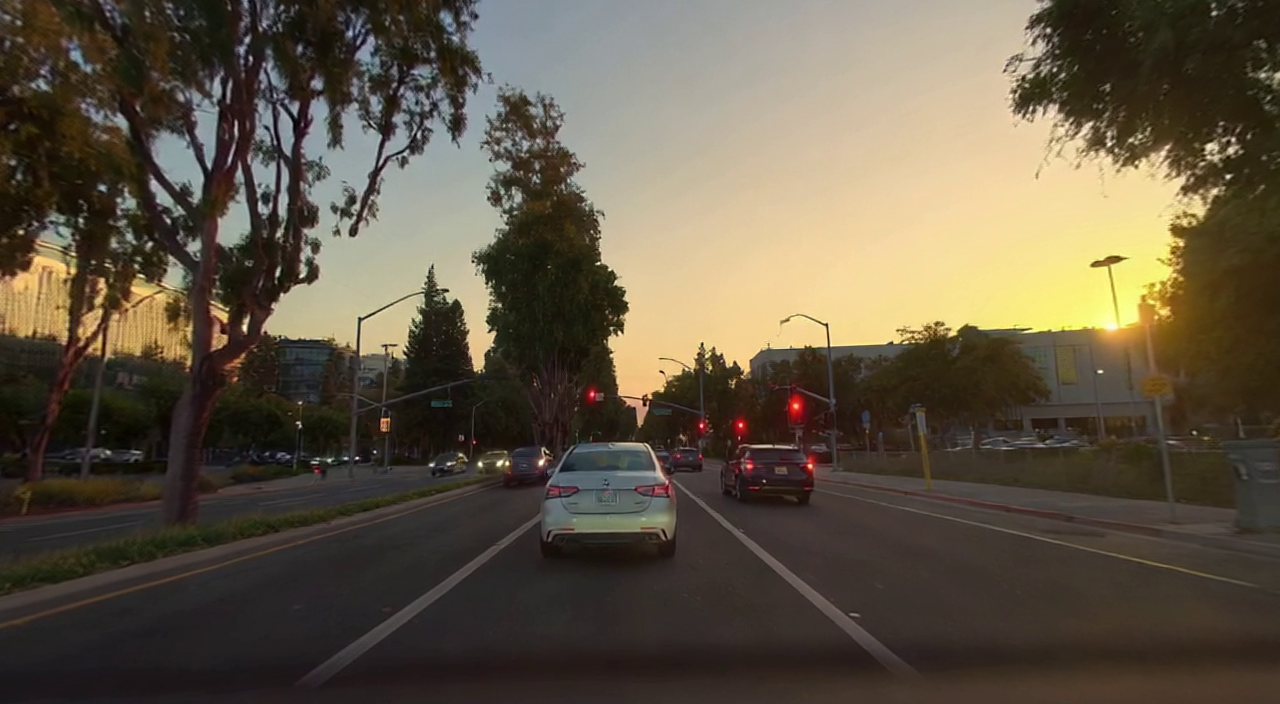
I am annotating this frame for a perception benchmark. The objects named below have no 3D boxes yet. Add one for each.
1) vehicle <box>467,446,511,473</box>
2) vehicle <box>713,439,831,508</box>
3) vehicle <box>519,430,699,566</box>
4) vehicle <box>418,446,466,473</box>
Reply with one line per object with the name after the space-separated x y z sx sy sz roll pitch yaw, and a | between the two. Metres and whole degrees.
-9.087 6.503 38.307 1.824 1.513 4.254 0 -9 -3 | vehicle
3.117 2.962 15.882 1.910 1.474 4.263 0 -9 -2 | vehicle
-0.387 1.903 8.889 2.006 1.487 3.535 0 -9 -1 | vehicle
-13.597 7.392 43.705 1.985 1.689 4.461 0 -9 -2 | vehicle
